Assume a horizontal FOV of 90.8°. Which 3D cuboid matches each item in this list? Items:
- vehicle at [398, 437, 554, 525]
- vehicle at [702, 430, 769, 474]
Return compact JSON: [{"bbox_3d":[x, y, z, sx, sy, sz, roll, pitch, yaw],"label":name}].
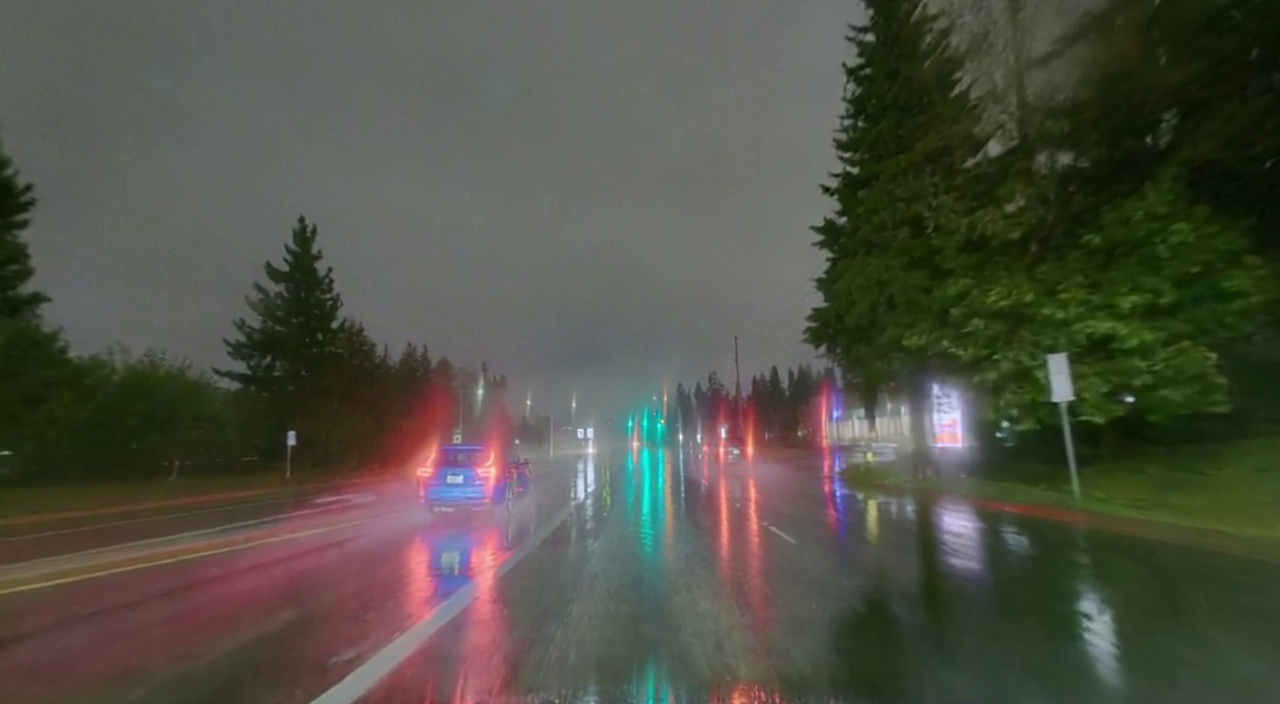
[{"bbox_3d":[-3.120,2.543,13.062,2.017,1.470,4.293,0,-8,1],"label":"vehicle"},{"bbox_3d":[4.699,5.053,32.039,2.476,2.016,5.586,0,-8,0],"label":"vehicle"}]
